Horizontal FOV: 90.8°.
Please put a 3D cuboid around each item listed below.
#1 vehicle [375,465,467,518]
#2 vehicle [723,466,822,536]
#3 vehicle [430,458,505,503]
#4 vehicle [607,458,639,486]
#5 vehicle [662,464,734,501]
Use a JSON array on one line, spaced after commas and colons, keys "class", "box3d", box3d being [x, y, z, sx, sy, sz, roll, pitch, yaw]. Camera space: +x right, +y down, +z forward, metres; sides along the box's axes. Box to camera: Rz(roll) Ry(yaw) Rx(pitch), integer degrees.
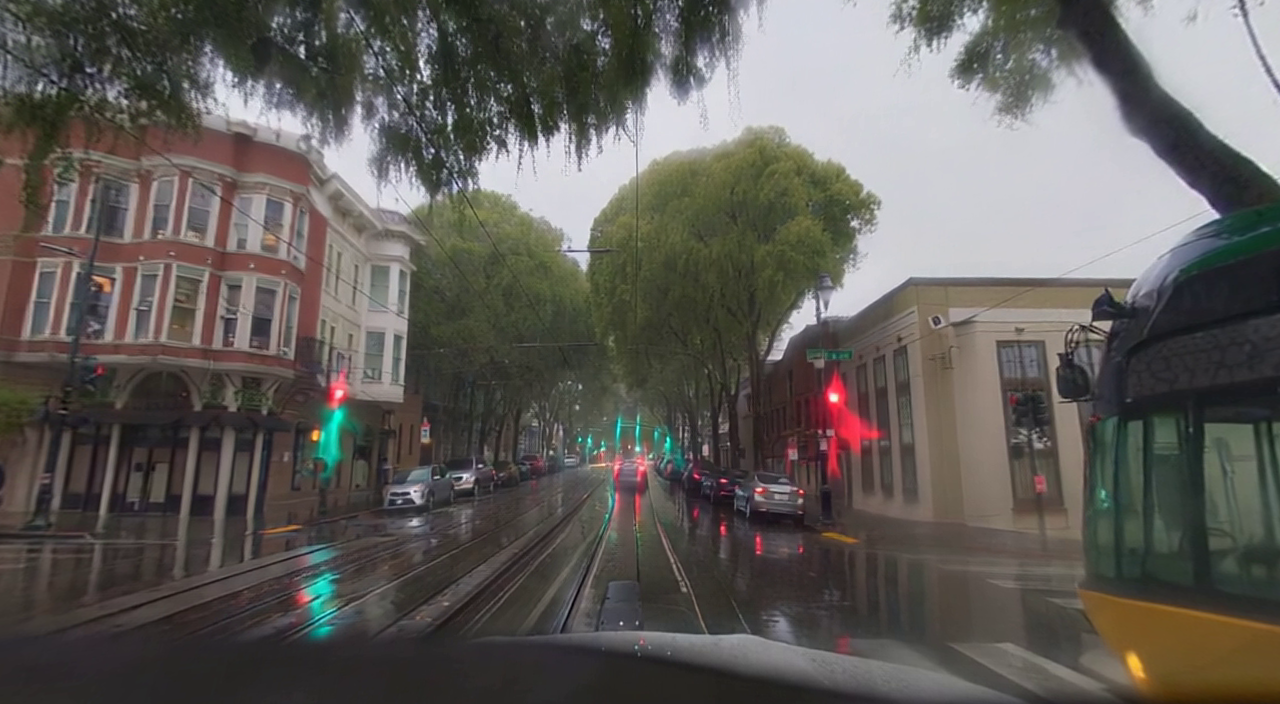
[{"class": "vehicle", "box3d": [-7.443, 4.799, 21.889, 1.779, 1.588, 3.953, 2, -12, -1]}, {"class": "vehicle", "box3d": [3.844, 4.388, 19.114, 1.929, 1.723, 4.134, 0, -8, -2]}, {"class": "vehicle", "box3d": [-7.425, 5.574, 27.689, 1.861, 1.751, 4.550, 1, -10, 2]}, {"class": "vehicle", "box3d": [-1.078, 7.719, 40.764, 1.966, 1.600, 3.494, 0, -8, 0]}, {"class": "vehicle", "box3d": [2.742, 6.253, 30.551, 1.984, 1.571, 3.404, 4, -9, -25]}]
